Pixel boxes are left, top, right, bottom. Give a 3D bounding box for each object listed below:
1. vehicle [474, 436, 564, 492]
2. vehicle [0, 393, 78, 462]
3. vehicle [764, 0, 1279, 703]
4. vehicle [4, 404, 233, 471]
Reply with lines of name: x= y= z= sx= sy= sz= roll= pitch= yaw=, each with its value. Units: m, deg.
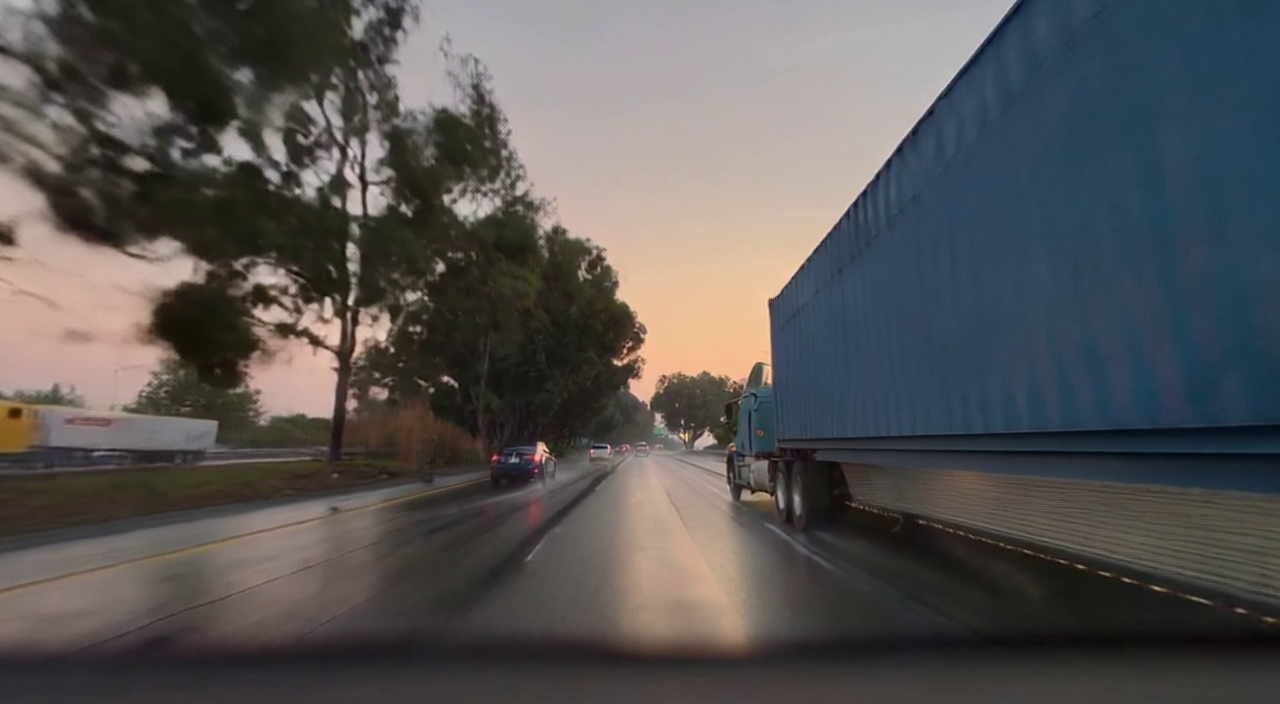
vehicle: x=-3.582 y=3.404 z=19.416 sx=1.954 sy=1.528 sz=4.010 roll=0 pitch=-9 yaw=0
vehicle: x=-37.096 y=4.405 z=36.717 sx=2.893 sy=3.791 sz=5.708 roll=2 pitch=-9 yaw=1
vehicle: x=4.031 y=0.232 z=6.618 sx=2.893 sy=3.992 sz=13.605 roll=0 pitch=-9 yaw=1
vehicle: x=-37.034 y=6.459 z=46.542 sx=2.880 sy=4.012 sz=16.365 roll=0 pitch=-9 yaw=1
